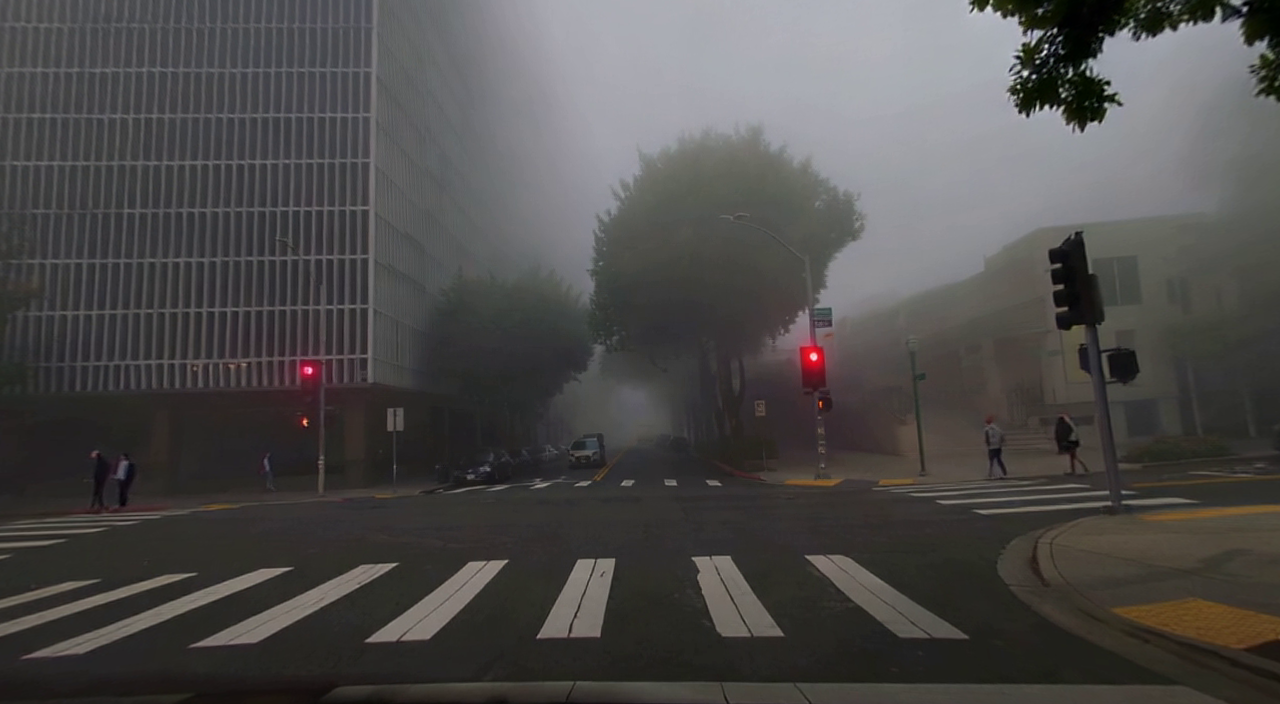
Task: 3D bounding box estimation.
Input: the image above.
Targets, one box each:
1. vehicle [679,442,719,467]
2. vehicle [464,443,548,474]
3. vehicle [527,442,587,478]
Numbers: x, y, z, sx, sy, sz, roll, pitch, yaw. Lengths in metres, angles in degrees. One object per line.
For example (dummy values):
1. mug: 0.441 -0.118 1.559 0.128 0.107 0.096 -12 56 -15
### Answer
1. vehicle: 3.558 6.279 38.863 1.853 1.426 4.160 1 -8 -3
2. vehicle: -8.011 6.372 38.012 4.526 1.726 1.963 8 -12 -44
3. vehicle: -3.649 4.824 28.535 1.989 1.481 4.500 0 -8 1
